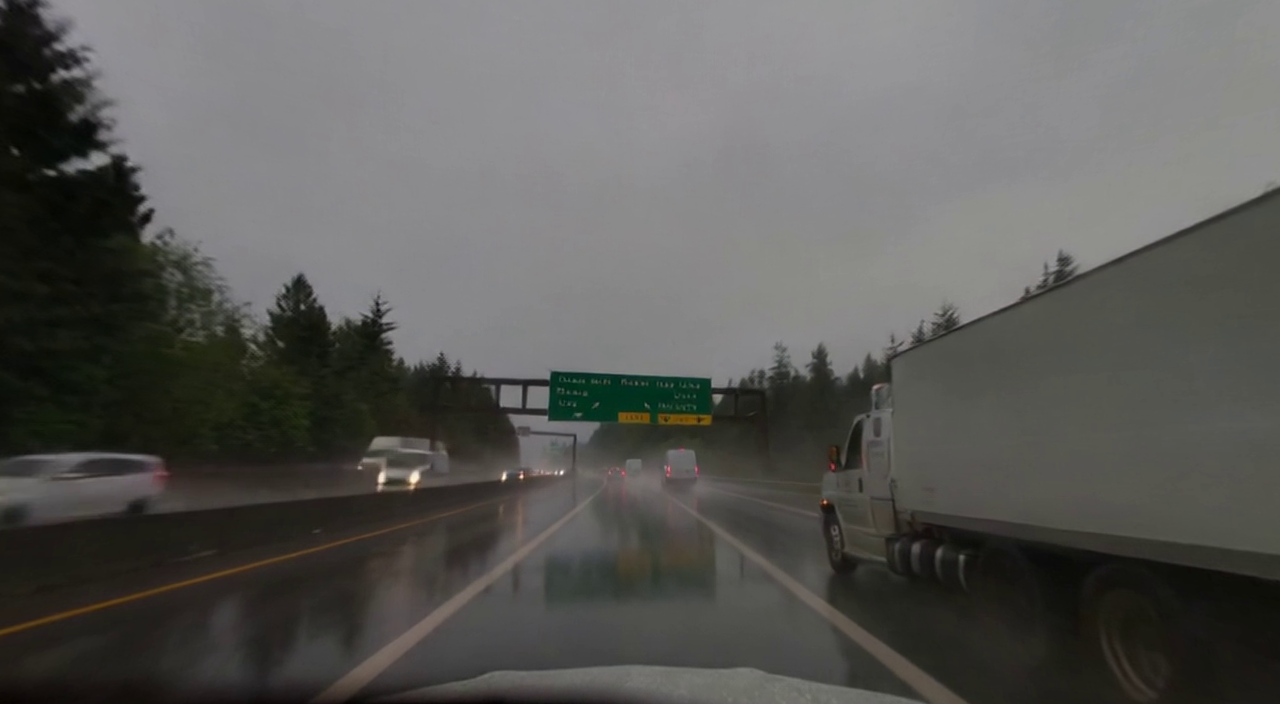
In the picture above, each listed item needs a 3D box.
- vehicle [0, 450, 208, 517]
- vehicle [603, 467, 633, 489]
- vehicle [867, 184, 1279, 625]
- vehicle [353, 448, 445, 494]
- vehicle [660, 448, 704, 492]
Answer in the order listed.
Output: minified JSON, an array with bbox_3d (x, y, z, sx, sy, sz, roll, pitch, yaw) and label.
[{"bbox_3d":[-14.055,3.410,16.609,2.018,1.481,4.558,1,-10,-1],"label":"vehicle"},{"bbox_3d":[-1.646,9.485,47.415,2.106,1.524,4.381,1,-10,-1],"label":"vehicle"},{"bbox_3d":[7.443,1.084,9.069,2.866,4.102,14.351,1,-10,-1],"label":"vehicle"},{"bbox_3d":[-10.739,5.384,28.465,2.187,1.857,5.082,1,-10,-1],"label":"vehicle"},{"bbox_3d":[2.690,7.819,41.785,2.291,2.639,5.280,1,-10,-3],"label":"vehicle"}]
